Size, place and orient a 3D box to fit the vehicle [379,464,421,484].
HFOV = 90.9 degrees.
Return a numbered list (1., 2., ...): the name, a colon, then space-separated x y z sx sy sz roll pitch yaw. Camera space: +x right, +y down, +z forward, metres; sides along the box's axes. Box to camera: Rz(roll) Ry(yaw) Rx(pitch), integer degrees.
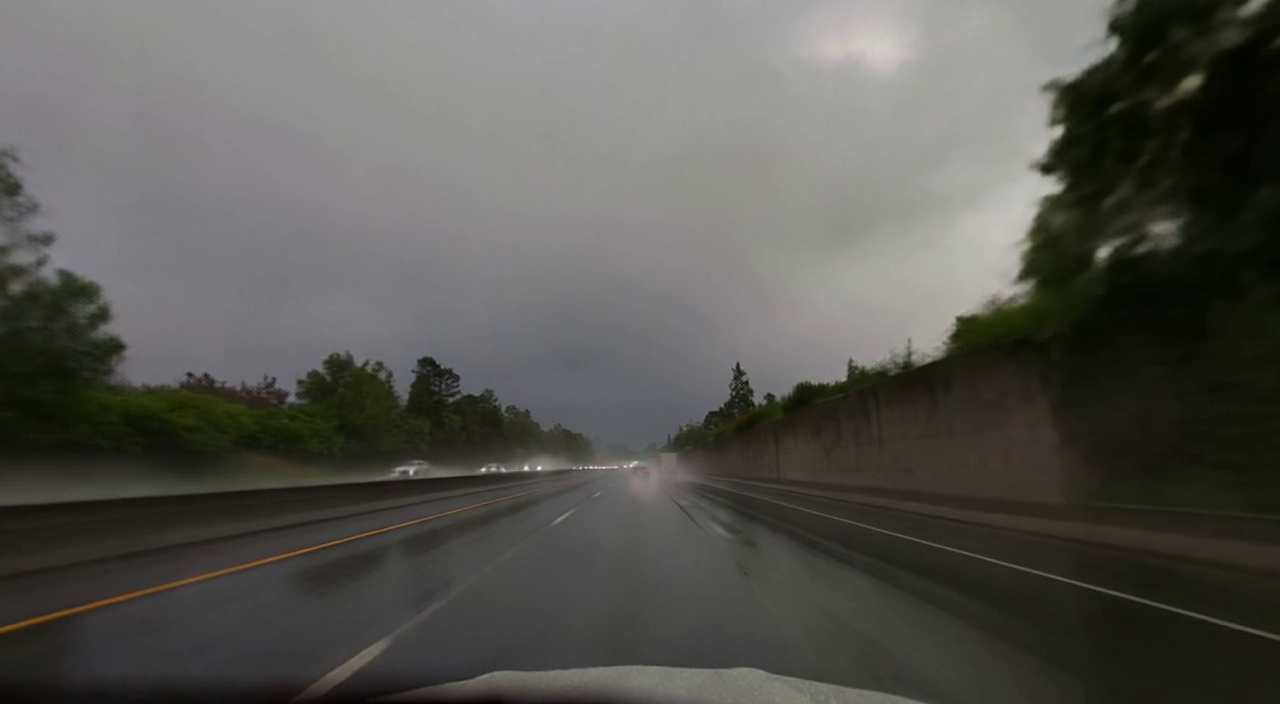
1. vehicle: -18.864 9.604 49.708 1.716 1.454 3.893 1 -10 1
